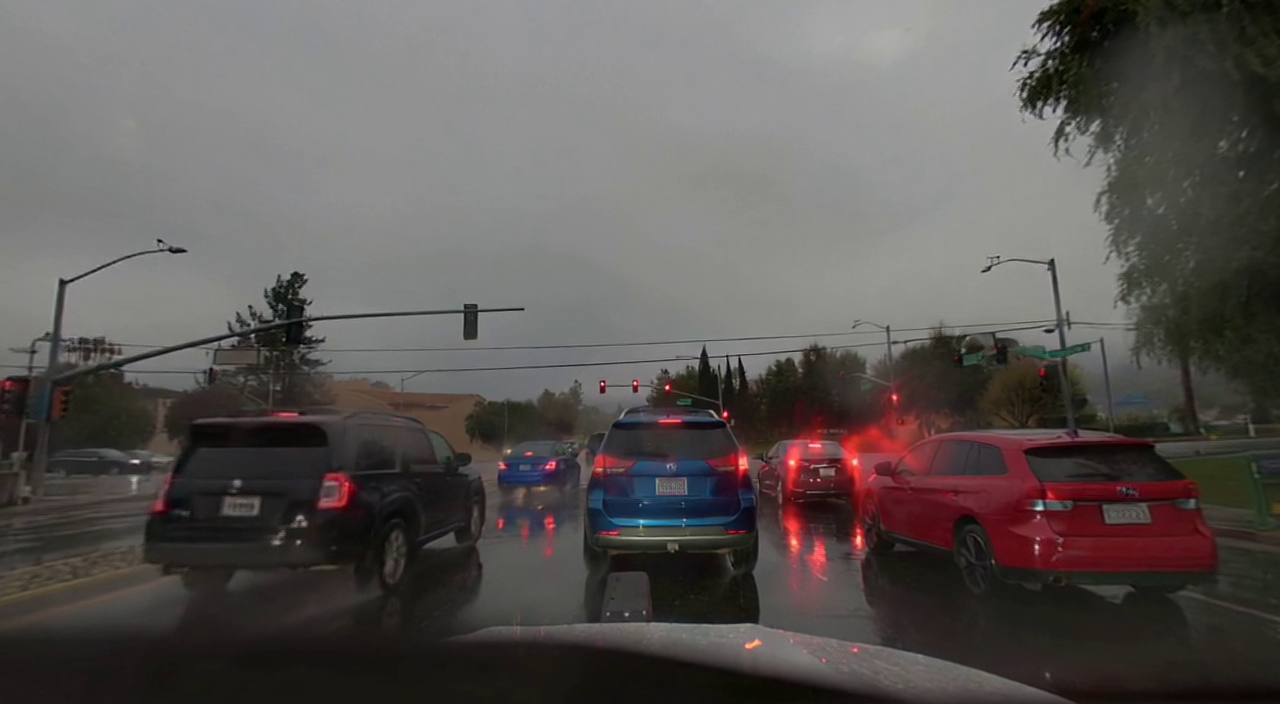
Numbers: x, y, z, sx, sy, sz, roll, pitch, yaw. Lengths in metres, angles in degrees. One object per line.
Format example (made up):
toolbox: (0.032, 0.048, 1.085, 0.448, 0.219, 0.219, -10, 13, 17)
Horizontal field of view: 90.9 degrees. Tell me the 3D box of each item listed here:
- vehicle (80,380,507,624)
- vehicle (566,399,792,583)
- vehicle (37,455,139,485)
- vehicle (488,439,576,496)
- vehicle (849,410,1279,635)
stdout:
vehicle: (-3.120, 1.485, 7.253, 2.054, 1.814, 4.941, 0, -8, 0)
vehicle: (0.379, 1.666, 8.326, 2.172, 1.764, 4.338, 0, -8, 0)
vehicle: (-31.974, 6.812, 36.571, 4.395, 1.636, 1.926, -1, -9, 8)
vehicle: (-3.073, 3.379, 18.861, 1.876, 1.497, 4.308, 0, -8, 0)
vehicle: (3.900, 1.513, 6.578, 1.954, 1.592, 3.992, 0, -8, -1)
